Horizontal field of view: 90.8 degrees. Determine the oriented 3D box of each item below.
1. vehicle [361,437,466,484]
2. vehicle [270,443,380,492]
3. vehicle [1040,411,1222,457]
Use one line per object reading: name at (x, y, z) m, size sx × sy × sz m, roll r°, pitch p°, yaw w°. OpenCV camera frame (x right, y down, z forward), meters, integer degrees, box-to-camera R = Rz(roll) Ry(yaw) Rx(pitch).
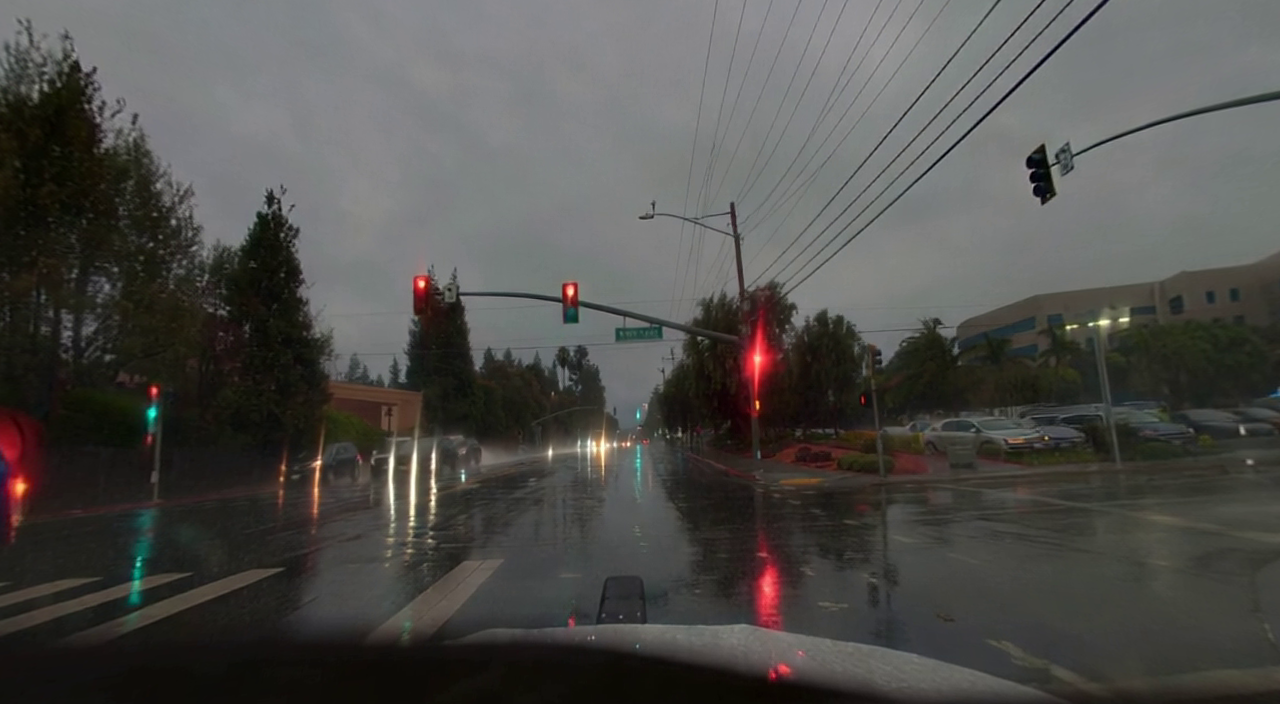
vehicle at (-10.149, 4.927, 28.984) m, size 2.664 × 1.940 × 5.702 m, roll 0°, pitch -9°, yaw 0°
vehicle at (-13.777, 5.062, 28.060) m, size 2.306 × 1.957 × 4.968 m, roll 0°, pitch -9°, yaw -1°
vehicle at (16.938, 2.908, 22.113) m, size 4.560 × 1.453 × 1.851 m, roll -3°, pitch -9°, yaw 18°
